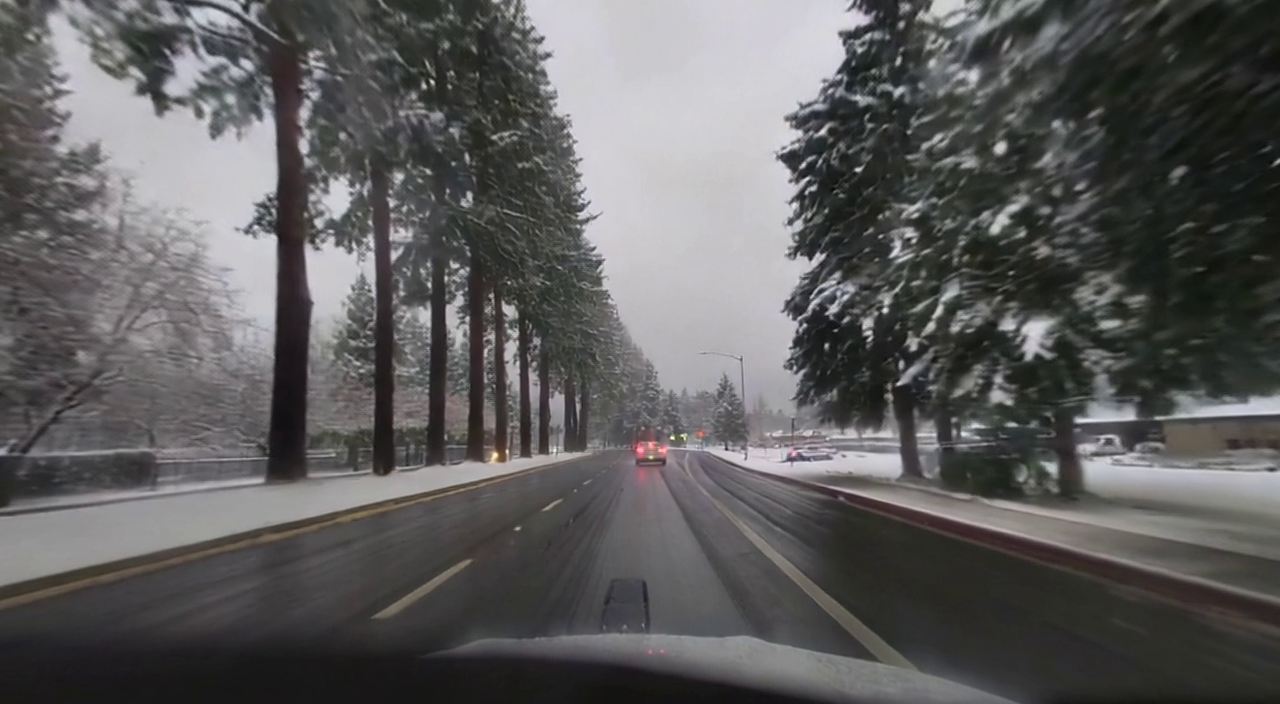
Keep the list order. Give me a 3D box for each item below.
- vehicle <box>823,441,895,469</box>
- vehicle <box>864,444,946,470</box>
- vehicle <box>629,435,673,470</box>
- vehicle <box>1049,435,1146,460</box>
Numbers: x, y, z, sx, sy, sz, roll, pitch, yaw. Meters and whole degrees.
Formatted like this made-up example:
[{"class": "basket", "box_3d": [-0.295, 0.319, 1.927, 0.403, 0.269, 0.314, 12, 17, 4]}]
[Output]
[{"class": "vehicle", "box_3d": [15.741, 7.412, 45.501, 4.413, 1.471, 1.823, -5, -7, -1]}, {"class": "vehicle", "box_3d": [15.553, 6.158, 37.101, 3.913, 1.384, 1.893, -1, -8, 0]}, {"class": "vehicle", "box_3d": [0.544, 5.216, 32.763, 2.135, 1.691, 3.884, 0, -9, 1]}, {"class": "vehicle", "box_3d": [28.718, 6.035, 39.651, 4.576, 1.490, 1.896, -1, -9, 2]}]
